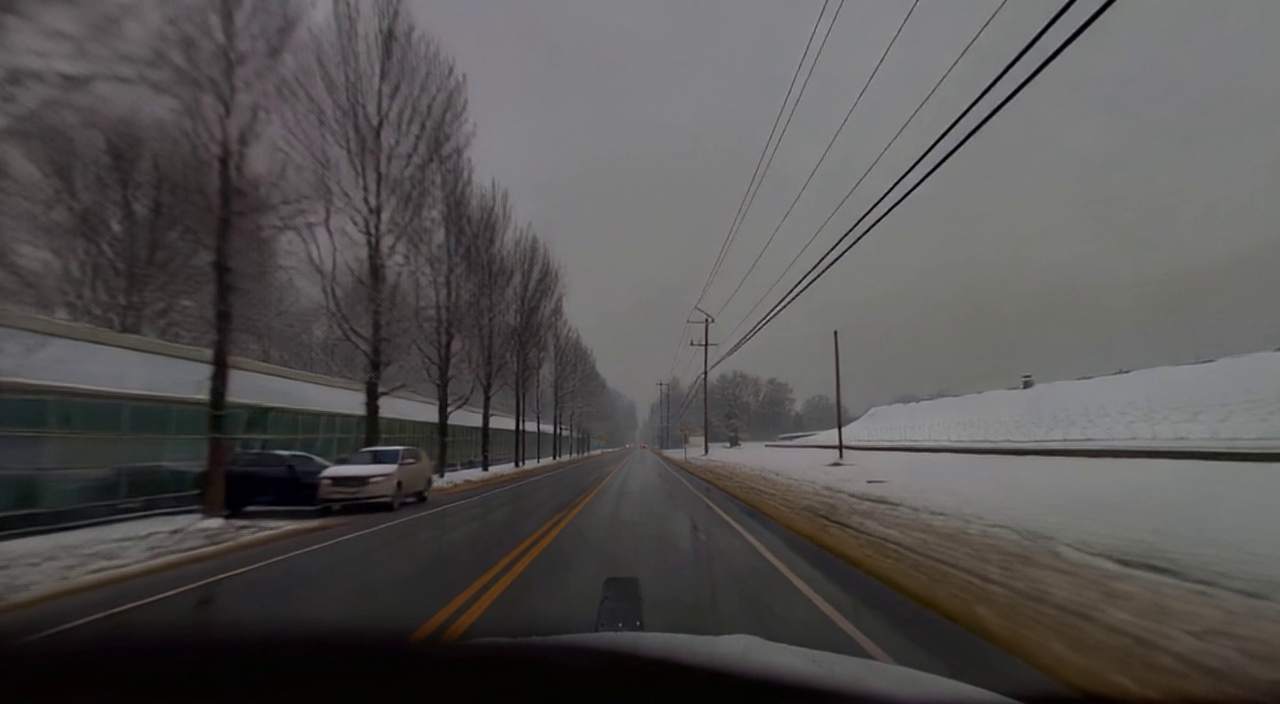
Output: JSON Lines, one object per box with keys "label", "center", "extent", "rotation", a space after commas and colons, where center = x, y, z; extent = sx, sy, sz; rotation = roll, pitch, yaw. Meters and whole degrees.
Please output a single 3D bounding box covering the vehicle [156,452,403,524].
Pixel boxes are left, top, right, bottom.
{"label": "vehicle", "center": [-8.138, 3.084, 14.601], "extent": [4.525, 1.499, 1.934], "rotation": [0, -8, 1]}
